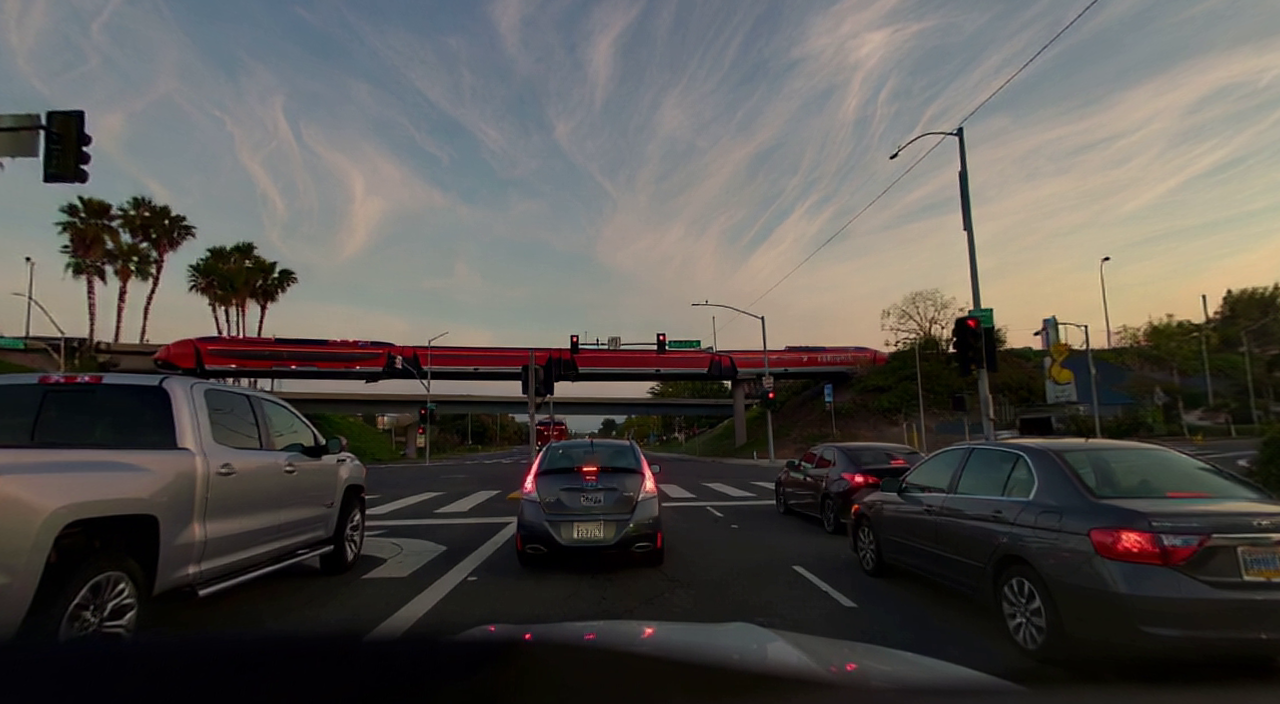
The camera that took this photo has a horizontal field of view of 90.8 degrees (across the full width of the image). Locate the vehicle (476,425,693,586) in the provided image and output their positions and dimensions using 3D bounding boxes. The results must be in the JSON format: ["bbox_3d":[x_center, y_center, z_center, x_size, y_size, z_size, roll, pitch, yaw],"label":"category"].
[{"bbox_3d":[-0.627,1.759,8.082,2.035,1.491,4.090,0,-9,-3],"label":"vehicle"}]

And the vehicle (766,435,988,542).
[{"bbox_3d":[3.705,2.211,10.955,1.965,1.448,4.486,0,-9,-2],"label":"vehicle"}]

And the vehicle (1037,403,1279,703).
[{"bbox_3d":[3.891,0.888,2.185,2.052,1.496,4.541,0,-9,0],"label":"vehicle"}]

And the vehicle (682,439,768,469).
[{"bbox_3d":[4.217,5.136,31.968,1.878,1.428,4.416,5,-10,-32],"label":"vehicle"}]

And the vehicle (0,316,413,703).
[{"bbox_3d":[-3.820,1.125,5.014,2.078,1.838,5.448,0,-9,-1],"label":"vehicle"}]
